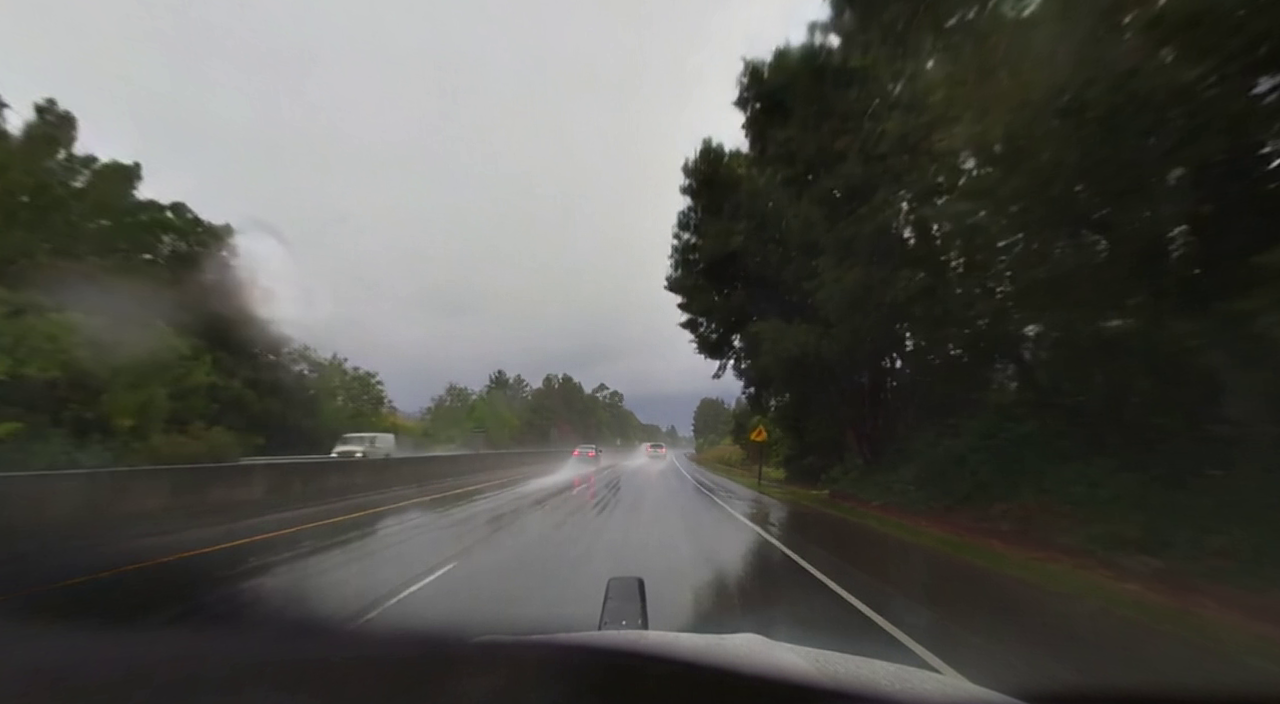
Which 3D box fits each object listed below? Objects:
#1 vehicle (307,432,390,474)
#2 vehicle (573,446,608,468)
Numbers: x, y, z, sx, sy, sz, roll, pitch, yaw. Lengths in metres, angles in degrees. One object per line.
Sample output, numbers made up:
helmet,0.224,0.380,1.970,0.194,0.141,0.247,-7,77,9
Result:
vehicle,-17.235,5.995,37.614,2.385,2.325,5.106,0,-9,1
vehicle,-3.432,7.332,44.078,2.033,1.449,3.957,0,-9,1
